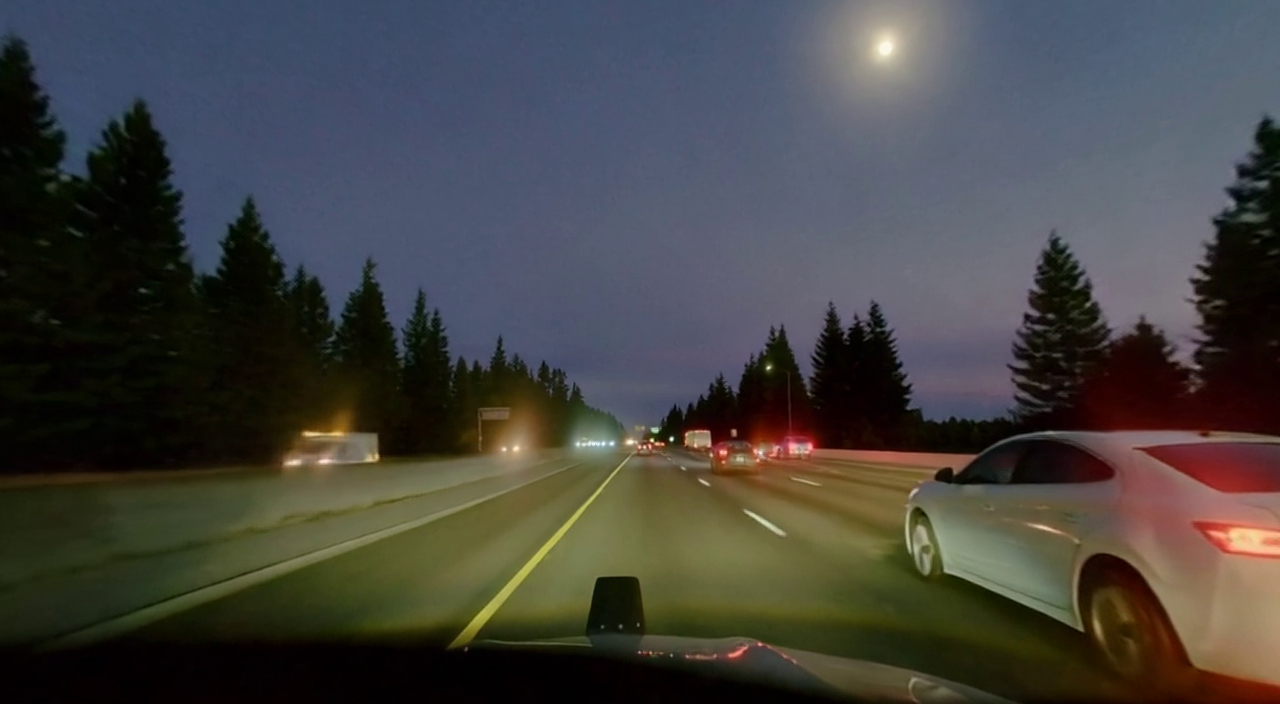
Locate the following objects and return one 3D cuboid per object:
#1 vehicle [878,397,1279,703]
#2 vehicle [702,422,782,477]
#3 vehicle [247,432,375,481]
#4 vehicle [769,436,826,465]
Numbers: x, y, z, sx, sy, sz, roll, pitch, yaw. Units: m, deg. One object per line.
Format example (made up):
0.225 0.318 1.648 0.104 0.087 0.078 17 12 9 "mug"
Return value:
3.339 1.114 3.819 1.904 1.453 4.789 0 -8 0 "vehicle"
3.836 3.821 24.774 2.206 1.902 5.460 0 -8 0 "vehicle"
-14.608 4.686 28.449 2.636 1.959 5.813 -1 -8 1 "vehicle"
8.754 5.527 35.319 2.002 1.500 4.715 0 -8 0 "vehicle"
